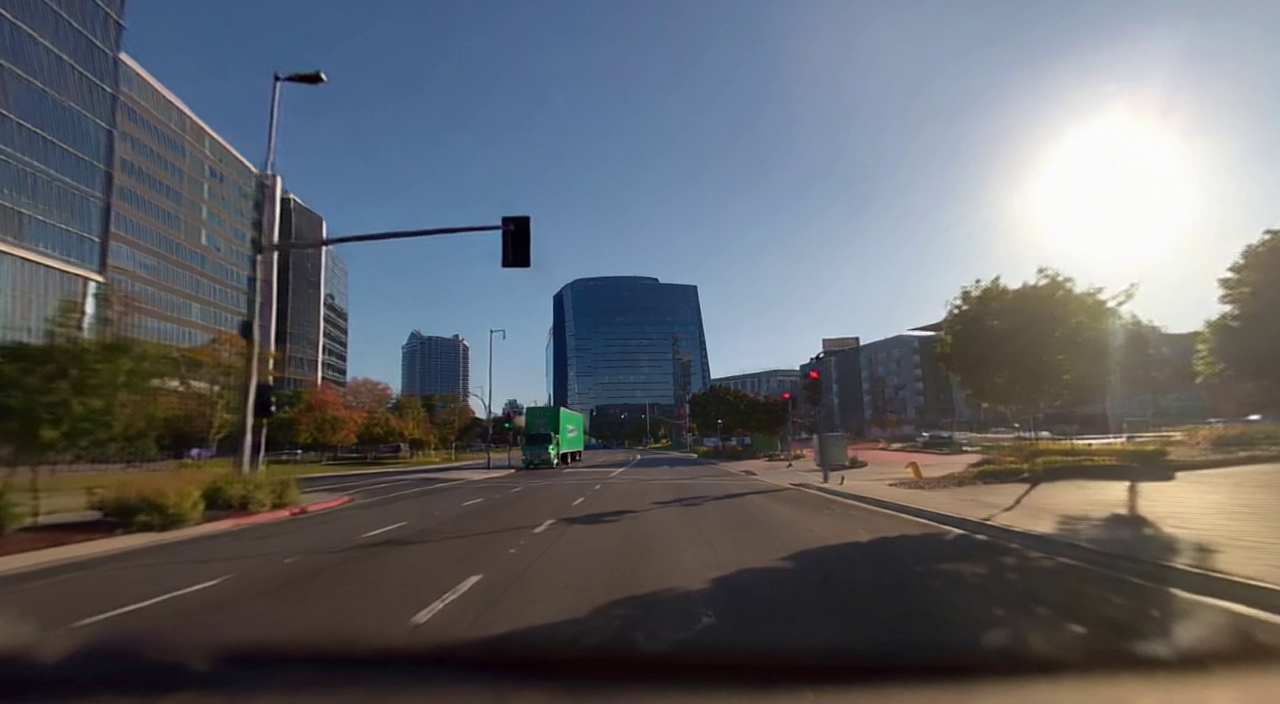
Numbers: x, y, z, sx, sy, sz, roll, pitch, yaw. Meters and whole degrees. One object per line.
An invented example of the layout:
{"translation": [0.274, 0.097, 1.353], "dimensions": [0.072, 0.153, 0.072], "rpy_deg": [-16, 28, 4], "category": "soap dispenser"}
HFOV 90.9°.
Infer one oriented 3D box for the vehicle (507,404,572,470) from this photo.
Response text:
{"translation": [-6.669, 5.877, 43.114], "dimensions": [3.053, 4.058, 8.110], "rpy_deg": [0, -9, 0], "category": "vehicle"}
